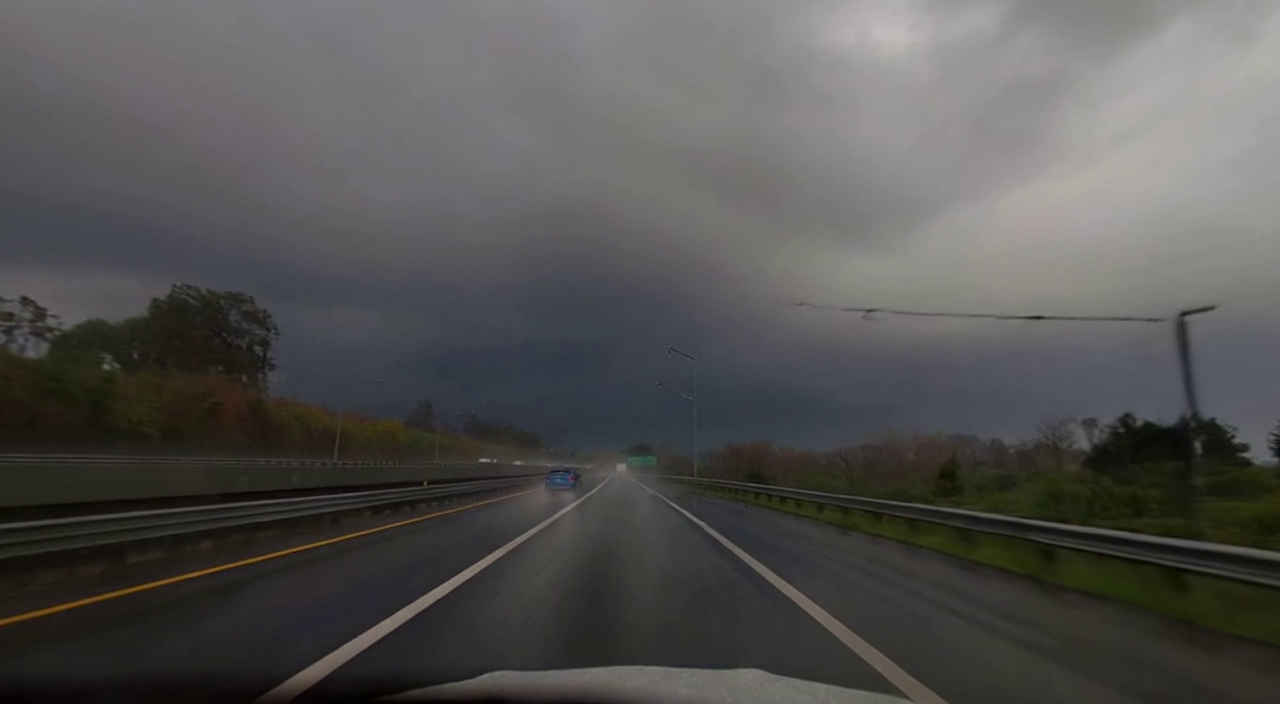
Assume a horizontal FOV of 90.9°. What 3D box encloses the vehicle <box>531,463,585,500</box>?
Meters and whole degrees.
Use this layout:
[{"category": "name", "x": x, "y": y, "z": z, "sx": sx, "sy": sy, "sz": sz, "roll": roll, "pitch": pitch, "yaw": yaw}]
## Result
[{"category": "vehicle", "x": -3.770, "y": 6.069, "z": 29.700, "sx": 1.967, "sy": 1.556, "sz": 4.364, "roll": 1, "pitch": -10, "yaw": -1}]
